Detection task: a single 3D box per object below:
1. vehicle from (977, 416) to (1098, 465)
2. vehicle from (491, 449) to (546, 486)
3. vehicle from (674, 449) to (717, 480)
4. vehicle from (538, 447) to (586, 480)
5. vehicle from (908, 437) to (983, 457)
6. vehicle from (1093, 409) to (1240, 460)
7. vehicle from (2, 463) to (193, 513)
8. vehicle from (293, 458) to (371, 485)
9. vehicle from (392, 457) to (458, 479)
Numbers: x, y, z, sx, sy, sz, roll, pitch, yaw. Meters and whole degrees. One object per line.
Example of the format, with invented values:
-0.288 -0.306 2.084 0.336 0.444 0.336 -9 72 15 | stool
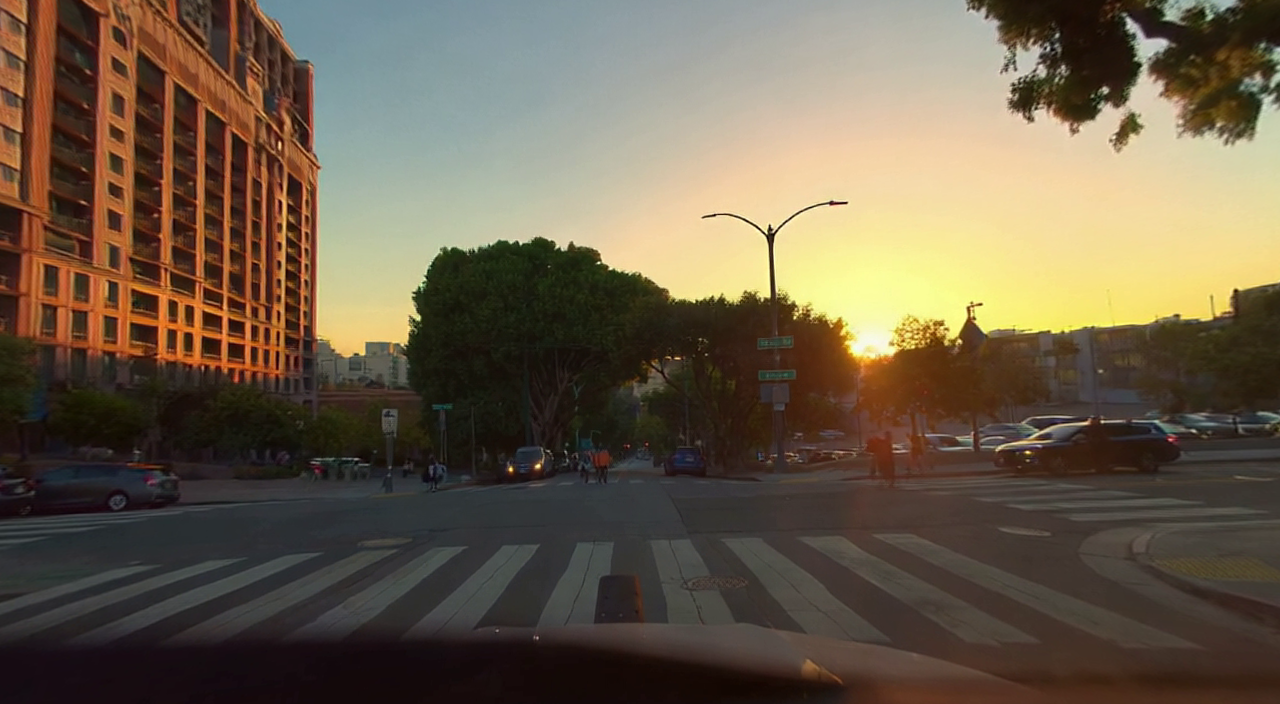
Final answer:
16.746 3.829 26.968 2.041 1.921 4.574 0 -9 -2 | vehicle
-7.613 7.300 40.217 2.193 1.814 5.061 -9 -8 0 | vehicle
3.104 6.316 35.803 1.942 1.603 3.785 0 -8 -2 | vehicle
-4.499 6.508 37.056 2.102 1.768 4.290 -2 -9 2 | vehicle
23.018 7.157 47.737 4.528 1.475 2.070 0 -8 3 | vehicle
22.307 3.573 27.115 2.137 1.962 4.988 -1 -8 3 | vehicle
-17.314 4.336 20.340 4.439 1.448 1.793 0 -9 0 | vehicle
-23.159 8.972 47.524 4.844 1.836 2.117 -2 -8 8 | vehicle
-16.029 8.670 47.222 4.203 1.544 1.889 -1 -8 3 | vehicle
